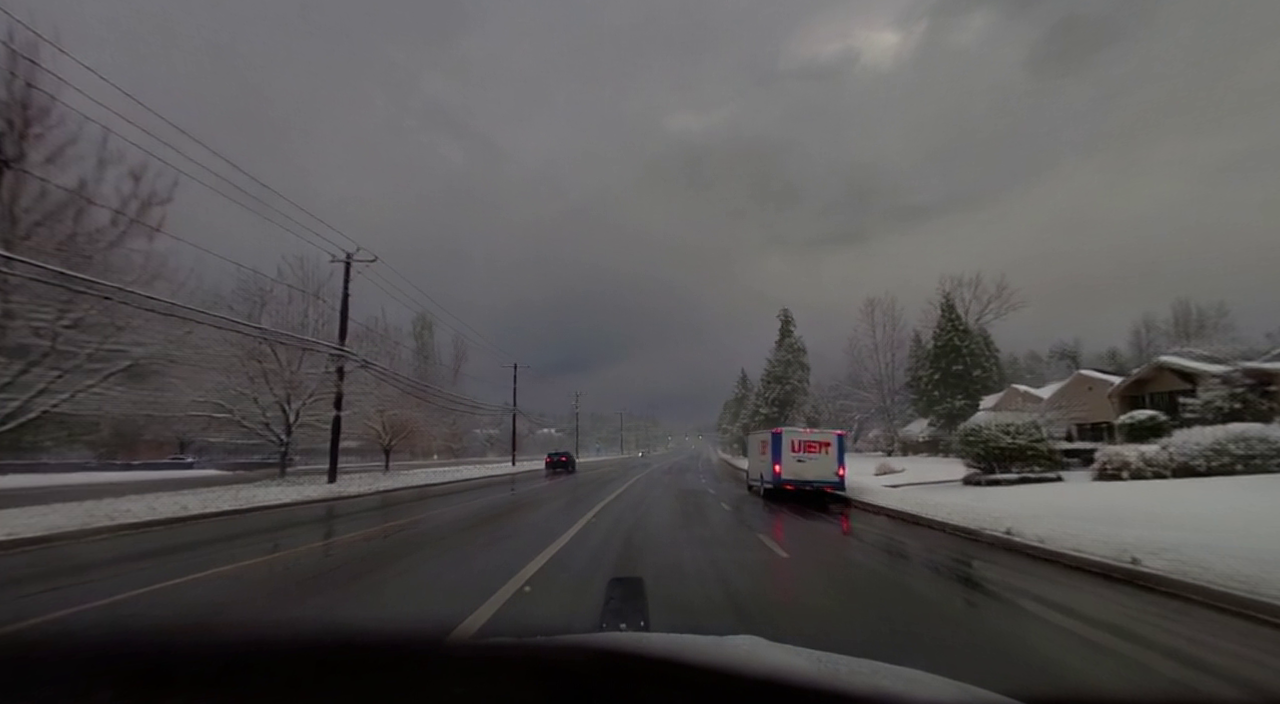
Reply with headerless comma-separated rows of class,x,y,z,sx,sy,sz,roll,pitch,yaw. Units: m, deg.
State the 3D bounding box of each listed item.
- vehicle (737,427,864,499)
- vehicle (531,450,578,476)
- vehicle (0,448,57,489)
vehicle,5.055,3.673,21.228,2.695,2.013,6.661,0,-9,2
vehicle,-5.188,6.776,38.725,2.060,1.473,4.645,0,-9,2
vehicle,-27.784,5.158,28.128,2.118,1.670,4.487,7,-12,-38
